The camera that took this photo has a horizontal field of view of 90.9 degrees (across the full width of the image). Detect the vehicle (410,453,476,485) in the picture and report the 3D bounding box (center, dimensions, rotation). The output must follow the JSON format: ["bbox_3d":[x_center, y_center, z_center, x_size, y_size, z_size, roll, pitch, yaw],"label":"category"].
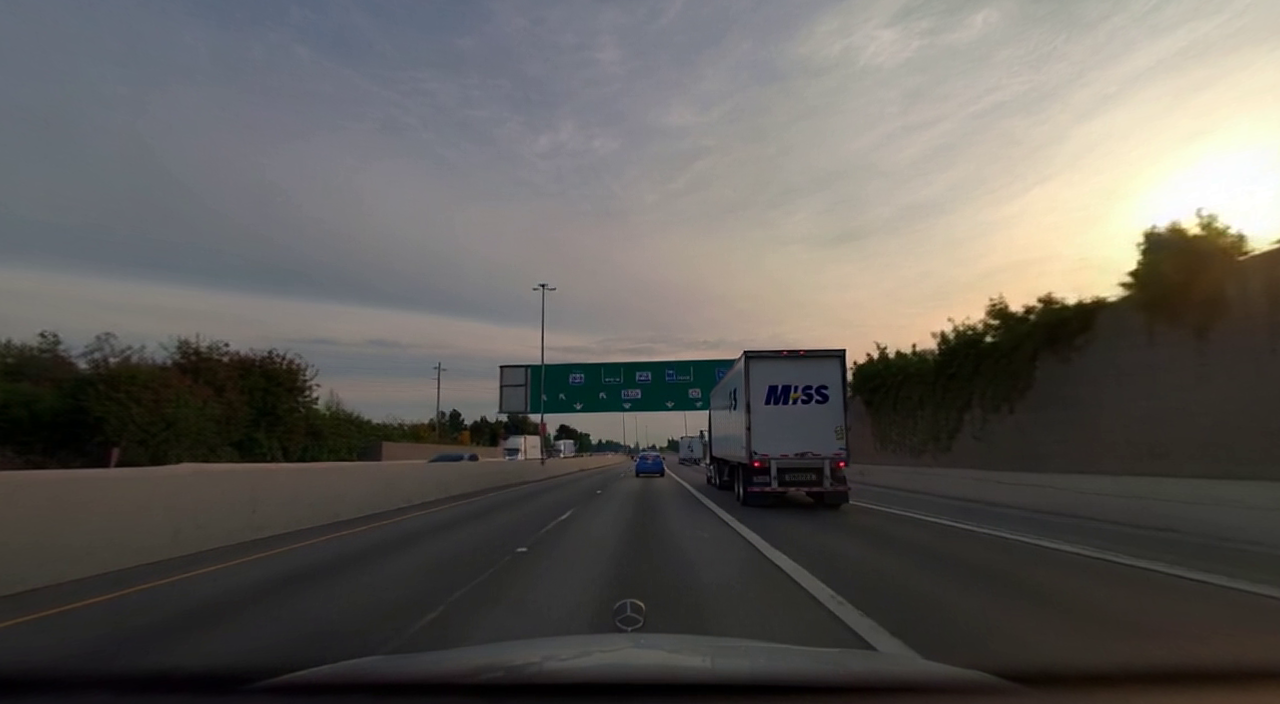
[{"bbox_3d":[-9.917,5.892,32.058,1.884,1.490,4.219,0,-9,2],"label":"vehicle"}]

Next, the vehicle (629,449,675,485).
[{"bbox_3d":[0.582,5.592,31.045,2.121,1.642,3.828,0,-9,1],"label":"vehicle"}]

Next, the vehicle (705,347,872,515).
[{"bbox_3d":[4.329,2.991,22.560,3.002,4.104,14.174,0,-9,2],"label":"vehicle"}]
